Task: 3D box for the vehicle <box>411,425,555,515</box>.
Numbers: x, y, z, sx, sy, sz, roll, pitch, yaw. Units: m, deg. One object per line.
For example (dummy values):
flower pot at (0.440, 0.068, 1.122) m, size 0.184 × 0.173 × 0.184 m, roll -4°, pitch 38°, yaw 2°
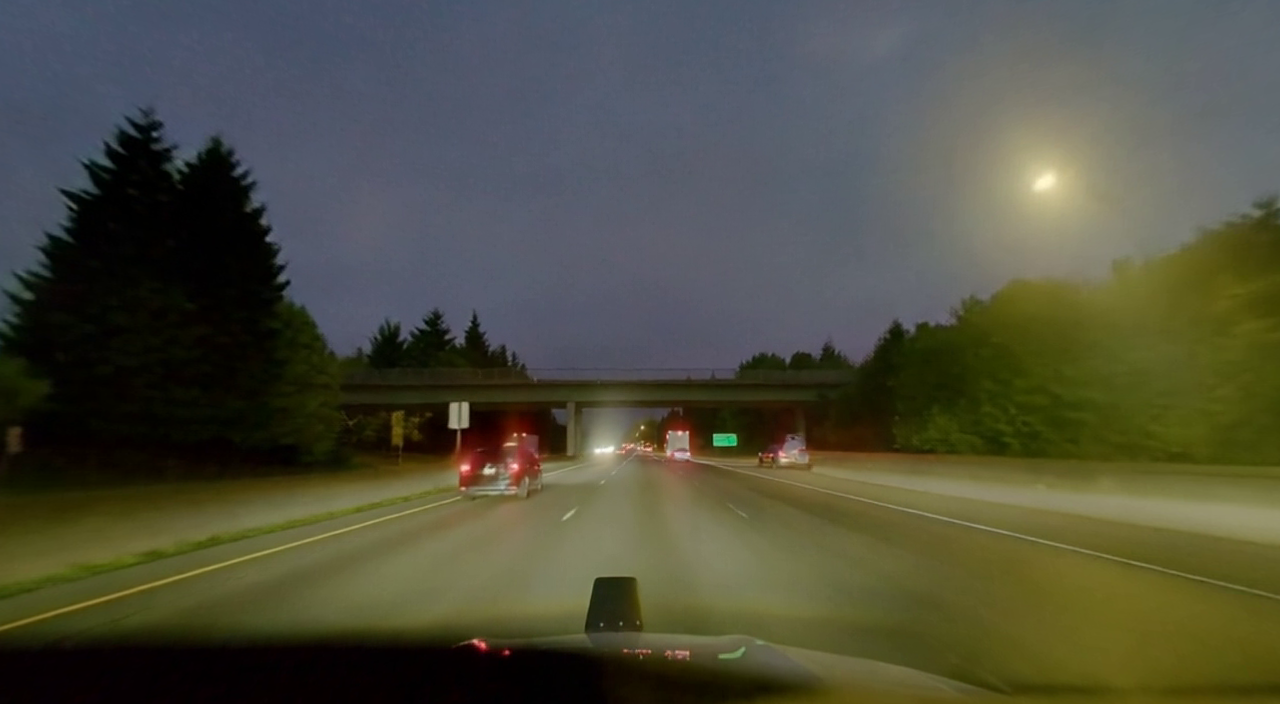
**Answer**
vehicle at (-3.465, 2.732, 15.034) m, size 2.238 × 1.792 × 4.518 m, roll 0°, pitch -9°, yaw 0°
